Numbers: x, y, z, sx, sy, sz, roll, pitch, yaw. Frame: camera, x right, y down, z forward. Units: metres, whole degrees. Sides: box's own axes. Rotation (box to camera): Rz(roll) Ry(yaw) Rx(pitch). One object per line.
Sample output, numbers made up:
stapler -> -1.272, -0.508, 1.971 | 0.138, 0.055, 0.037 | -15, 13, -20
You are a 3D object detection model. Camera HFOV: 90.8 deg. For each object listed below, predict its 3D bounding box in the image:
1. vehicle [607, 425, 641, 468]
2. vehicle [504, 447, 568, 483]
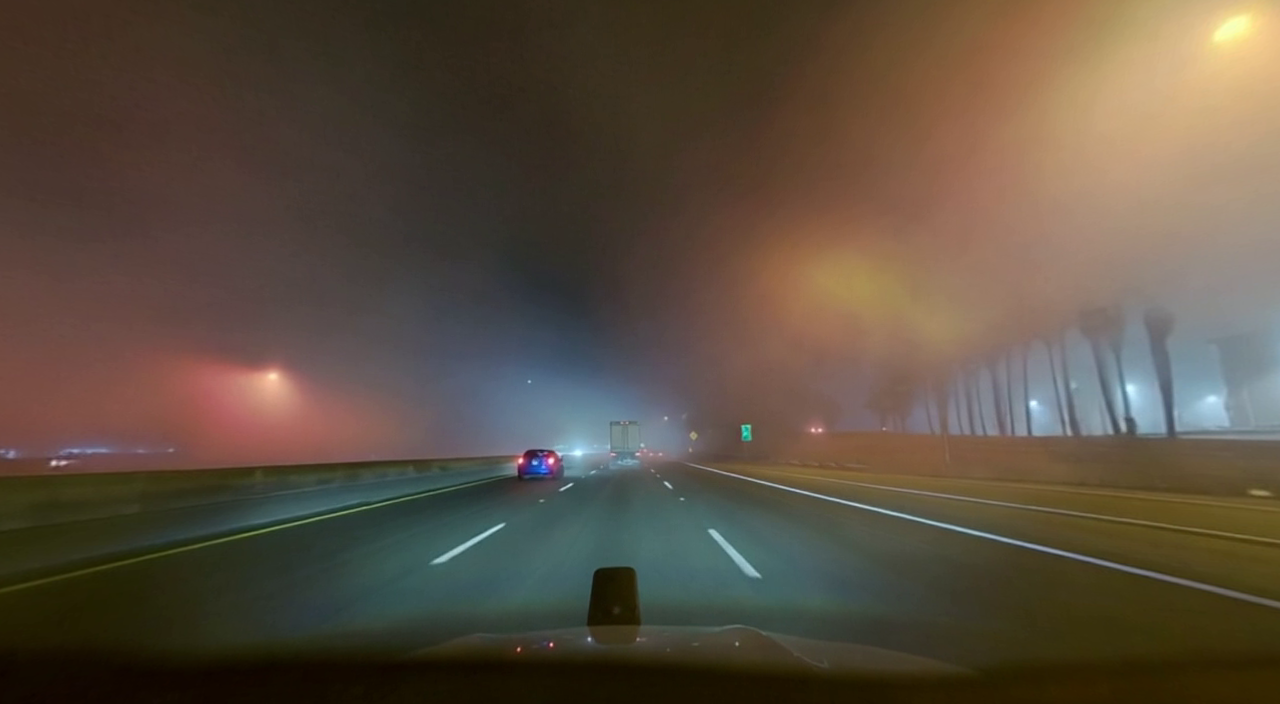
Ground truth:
vehicle -> -1.239, 7.085, 47.250 | 2.364, 2.953, 6.495 | 0, -8, -2
vehicle -> -4.411, 4.855, 27.486 | 2.097, 1.447, 4.291 | 0, -8, -1
